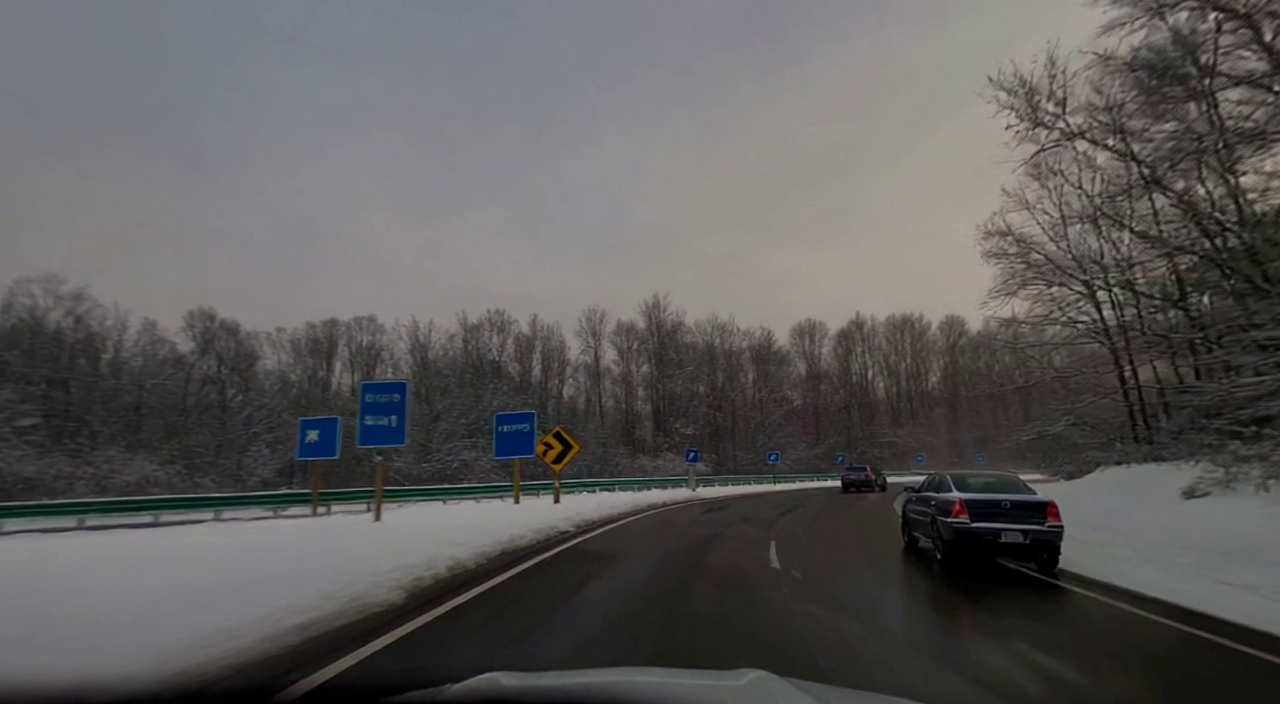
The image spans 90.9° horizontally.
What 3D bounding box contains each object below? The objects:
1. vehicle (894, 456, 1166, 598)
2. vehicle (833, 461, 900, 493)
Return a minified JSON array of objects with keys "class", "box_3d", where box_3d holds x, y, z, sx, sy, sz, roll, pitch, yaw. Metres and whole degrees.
[{"class":"vehicle","box_3d":[5.446,2.447,9.592,2.023,1.593,4.105,-1,-10,10]},{"class":"vehicle","box_3d":[11.624,6.372,32.187,1.992,1.503,3.793,-8,-13,38]}]
